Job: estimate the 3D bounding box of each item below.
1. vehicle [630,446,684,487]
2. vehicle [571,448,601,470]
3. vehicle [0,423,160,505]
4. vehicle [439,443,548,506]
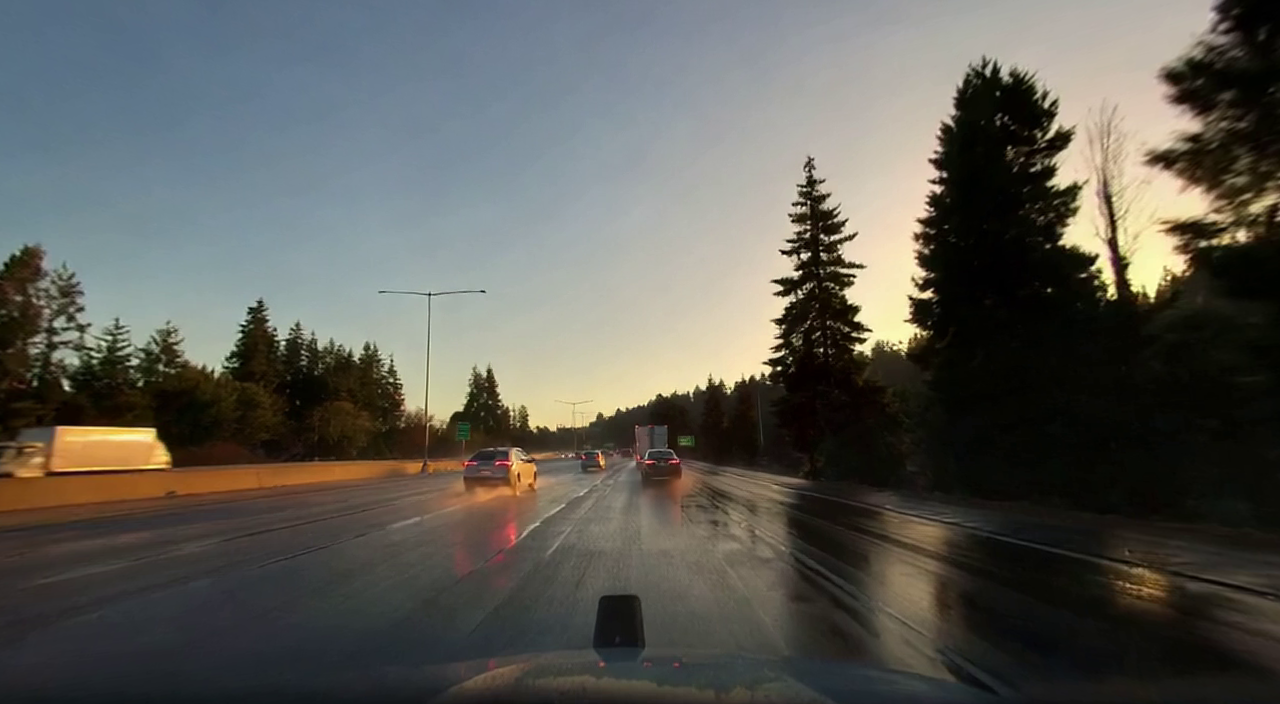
[{"bbox_3d":[0.637,4.646,25.772,2.015,1.526,4.286,0,-9,0],"label":"vehicle"},{"bbox_3d":[-3.912,7.811,46.013,1.837,1.530,3.844,0,-9,0],"label":"vehicle"},{"bbox_3d":[-20.092,3.833,21.772,2.393,2.473,5.435,-1,-9,1],"label":"vehicle"},{"bbox_3d":[-3.892,3.324,17.498,1.940,1.502,4.463,-1,-9,1],"label":"vehicle"}]
